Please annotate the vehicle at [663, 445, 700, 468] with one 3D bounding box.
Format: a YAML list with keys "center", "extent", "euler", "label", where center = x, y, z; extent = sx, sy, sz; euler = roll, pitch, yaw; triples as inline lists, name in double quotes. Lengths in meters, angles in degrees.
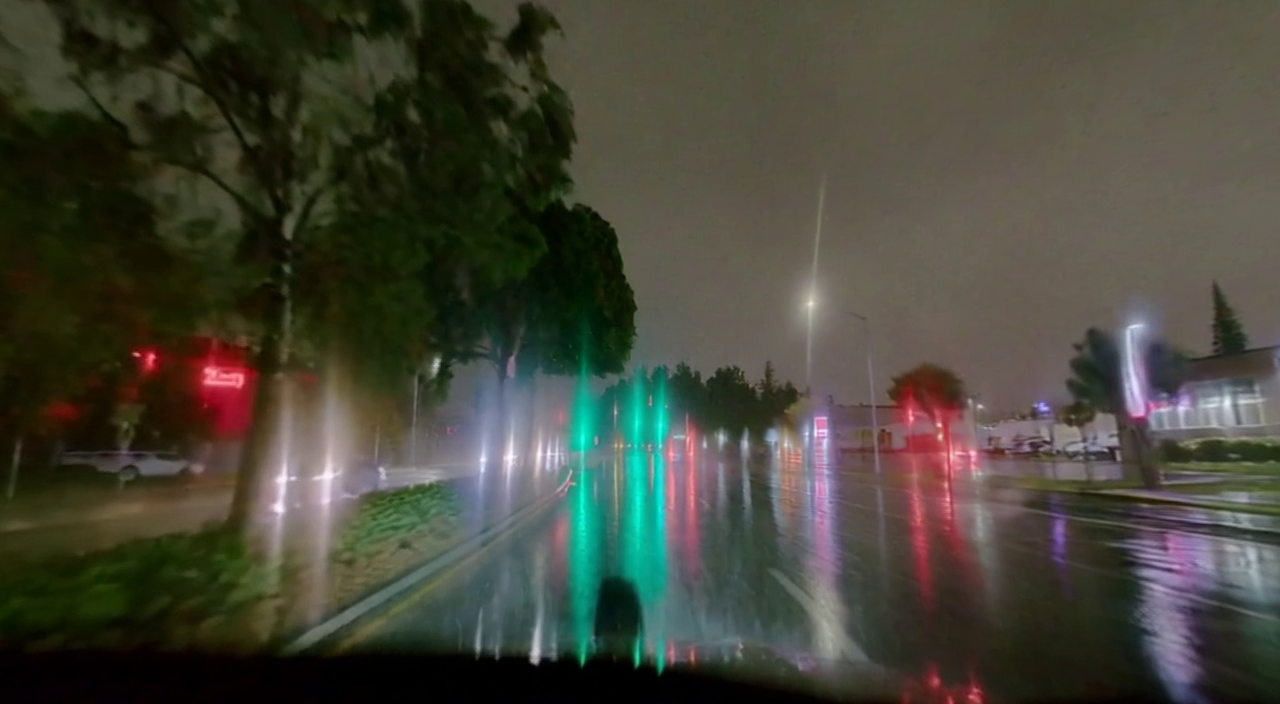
- center: [2.753, 7.017, 42.533]
  extent: [2.015, 1.479, 4.444]
  euler: [0, -9, -2]
  label: "vehicle"

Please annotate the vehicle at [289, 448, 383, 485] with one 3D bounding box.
- center: [-13.478, 5.084, 28.253]
  extent: [1.902, 1.481, 4.518]
  euler: [0, -9, 0]
  label: "vehicle"

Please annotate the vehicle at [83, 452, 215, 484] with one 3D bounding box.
- center: [-29.691, 7.030, 38.213]
  extent: [6.013, 1.767, 2.250]
  euler: [0, -8, -3]
  label: "vehicle"
